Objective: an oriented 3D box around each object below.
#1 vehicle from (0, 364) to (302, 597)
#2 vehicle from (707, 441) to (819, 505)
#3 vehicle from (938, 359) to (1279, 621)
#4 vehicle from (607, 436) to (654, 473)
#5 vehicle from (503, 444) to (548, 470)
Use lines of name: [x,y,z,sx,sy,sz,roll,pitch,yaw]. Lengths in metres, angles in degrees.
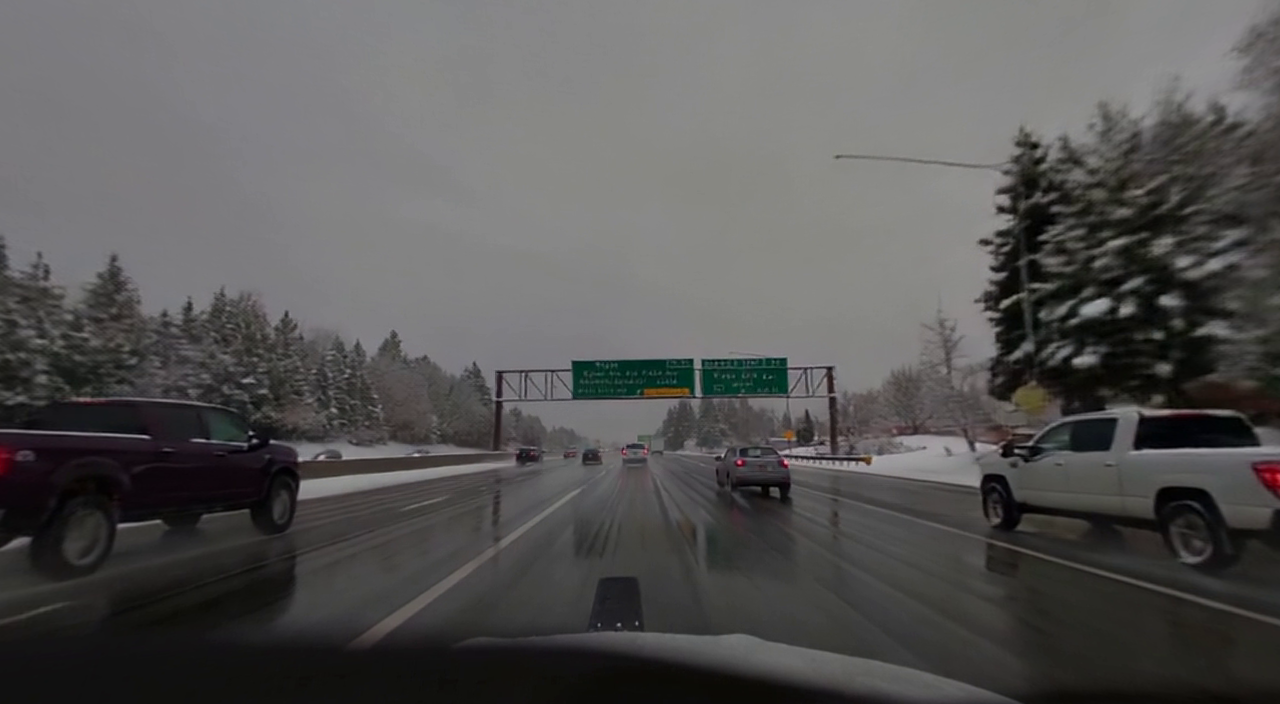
vehicle: [-6.805,1.383,7.270,2.444,2.012,6.122,0,-8,0]
vehicle: [3.065,3.115,16.752,2.011,1.462,4.286,0,-8,-1]
vehicle: [5.996,1.318,6.690,2.635,1.919,5.907,0,-8,-2]
vehicle: [-0.474,5.430,33.618,2.323,1.805,4.729,0,-8,-1]
vehicle: [-6.869,6.350,38.390,1.920,1.482,4.385,0,-8,0]
